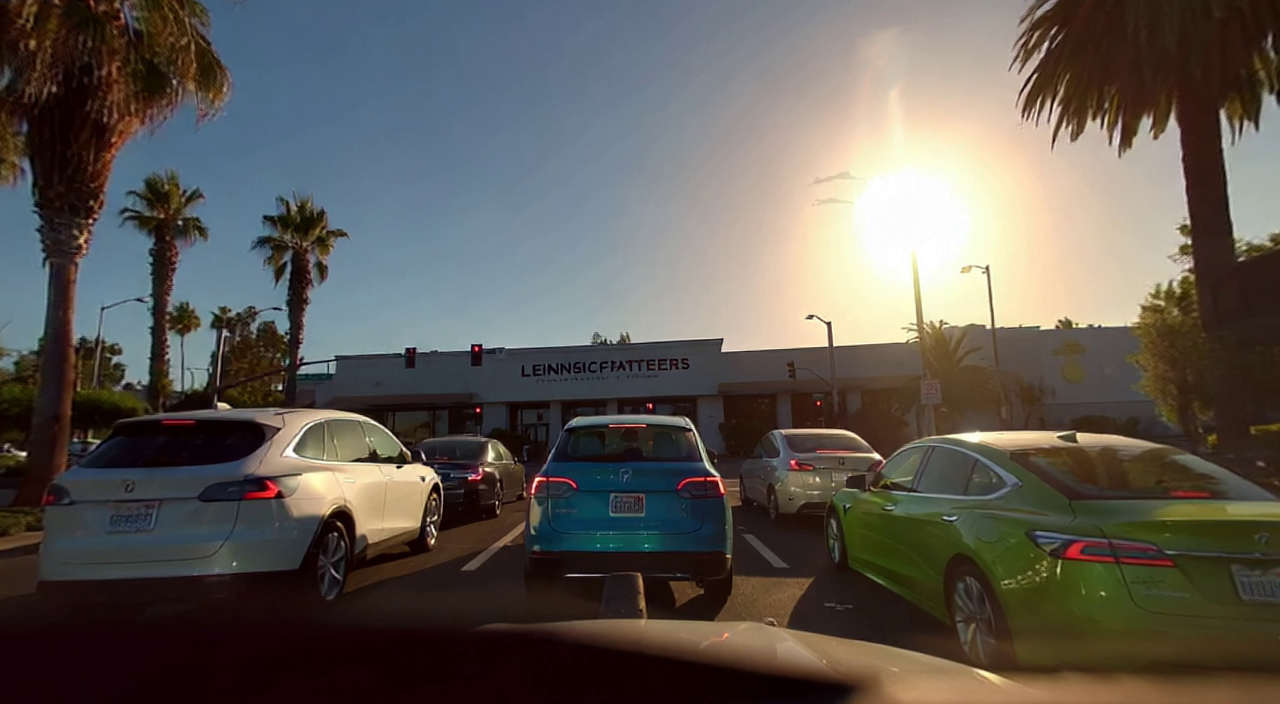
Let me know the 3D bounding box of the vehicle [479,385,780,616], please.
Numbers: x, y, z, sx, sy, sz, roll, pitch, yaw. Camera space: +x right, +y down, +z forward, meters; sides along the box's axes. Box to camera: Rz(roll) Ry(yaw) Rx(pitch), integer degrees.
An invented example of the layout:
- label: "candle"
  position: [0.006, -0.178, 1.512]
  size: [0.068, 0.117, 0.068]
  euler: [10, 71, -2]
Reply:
- label: "vehicle"
  position: [-0.127, 1.454, 7.063]
  size: [2.280, 1.747, 4.361]
  euler: [0, -8, -1]

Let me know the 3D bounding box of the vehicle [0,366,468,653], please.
- label: "vehicle"
  position: [-3.350, 1.281, 6.134]
  size: [2.014, 1.755, 4.360]
  euler: [0, -8, 1]

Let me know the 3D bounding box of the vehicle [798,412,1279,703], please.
- label: "vehicle"
  position: [2.955, 1.370, 5.253]
  size: [2.017, 1.491, 4.611]
  euler: [0, -8, -1]
